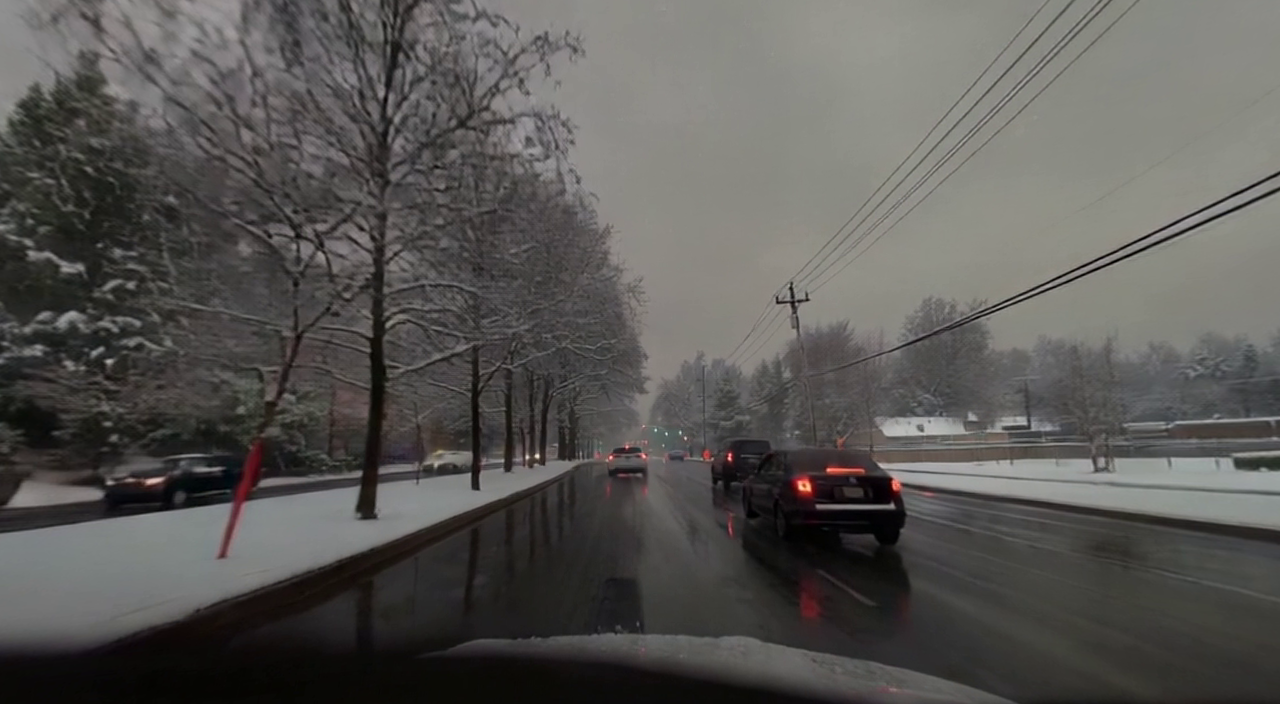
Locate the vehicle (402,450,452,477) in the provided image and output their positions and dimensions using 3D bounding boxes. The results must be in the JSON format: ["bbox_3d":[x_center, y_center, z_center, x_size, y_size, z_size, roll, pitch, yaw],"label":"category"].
[{"bbox_3d":[-16.398,8.585,48.893,2.016,1.862,5.328,-1,-8,0],"label":"vehicle"}]

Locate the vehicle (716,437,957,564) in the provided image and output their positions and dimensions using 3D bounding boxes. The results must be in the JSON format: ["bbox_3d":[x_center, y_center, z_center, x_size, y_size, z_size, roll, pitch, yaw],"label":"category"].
[{"bbox_3d":[2.628,2.104,9.847,1.977,1.460,4.565,0,-8,-4],"label":"vehicle"}]

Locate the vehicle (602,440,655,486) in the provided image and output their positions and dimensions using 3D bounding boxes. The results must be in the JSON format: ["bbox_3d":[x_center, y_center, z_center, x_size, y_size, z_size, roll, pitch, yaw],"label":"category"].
[{"bbox_3d":[-0.447,4.590,26.546,2.050,1.745,3.915,0,-8,0],"label":"vehicle"}]

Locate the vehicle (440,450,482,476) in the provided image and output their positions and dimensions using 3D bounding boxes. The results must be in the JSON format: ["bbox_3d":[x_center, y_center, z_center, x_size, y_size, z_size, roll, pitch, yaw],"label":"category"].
[{"bbox_3d":[-12.562,7.798,44.590,1.871,1.639,4.289,0,-8,-2],"label":"vehicle"}]
